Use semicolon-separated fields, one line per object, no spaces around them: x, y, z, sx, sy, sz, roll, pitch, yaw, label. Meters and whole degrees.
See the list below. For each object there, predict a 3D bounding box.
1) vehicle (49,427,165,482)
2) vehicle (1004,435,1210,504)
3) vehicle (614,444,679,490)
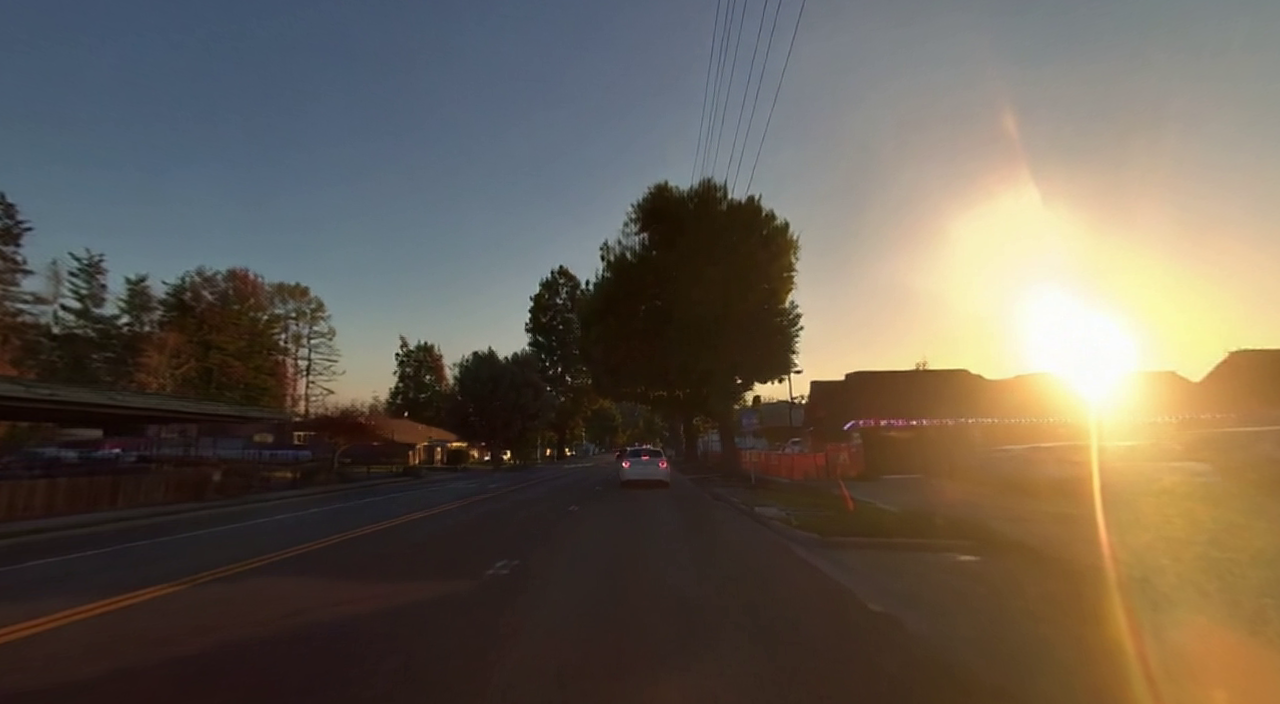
-30.211;5.812;35.796;2.502;2.916;4.293;-1;-9;4;vehicle
11.685;2.948;16.215;1.970;1.501;4.514;0;-9;3;vehicle
0.200;4.092;22.727;2.144;1.514;4.063;0;-9;0;vehicle
